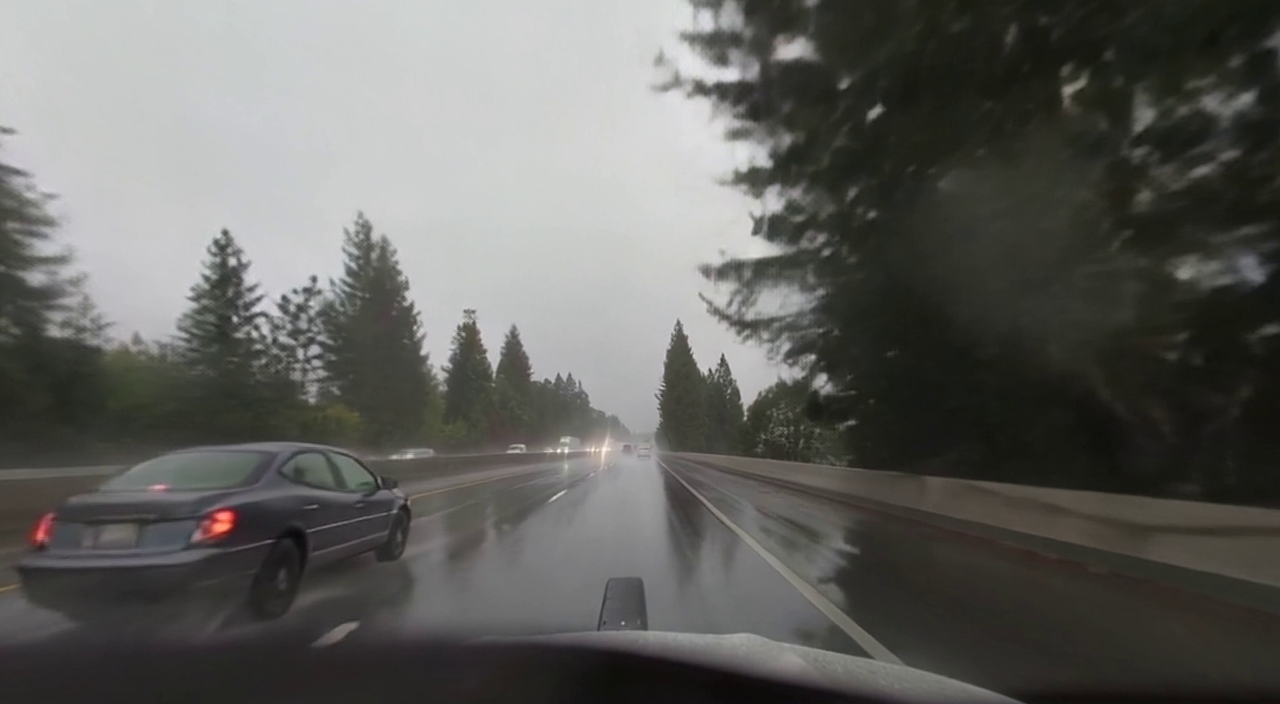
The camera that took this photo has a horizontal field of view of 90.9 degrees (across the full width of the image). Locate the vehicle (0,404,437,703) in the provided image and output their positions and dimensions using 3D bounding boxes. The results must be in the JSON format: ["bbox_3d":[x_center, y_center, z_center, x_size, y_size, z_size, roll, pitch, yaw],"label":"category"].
[{"bbox_3d":[-3.435,1.349,5.116,1.969,1.505,4.636,0,-9,1],"label":"vehicle"}]
